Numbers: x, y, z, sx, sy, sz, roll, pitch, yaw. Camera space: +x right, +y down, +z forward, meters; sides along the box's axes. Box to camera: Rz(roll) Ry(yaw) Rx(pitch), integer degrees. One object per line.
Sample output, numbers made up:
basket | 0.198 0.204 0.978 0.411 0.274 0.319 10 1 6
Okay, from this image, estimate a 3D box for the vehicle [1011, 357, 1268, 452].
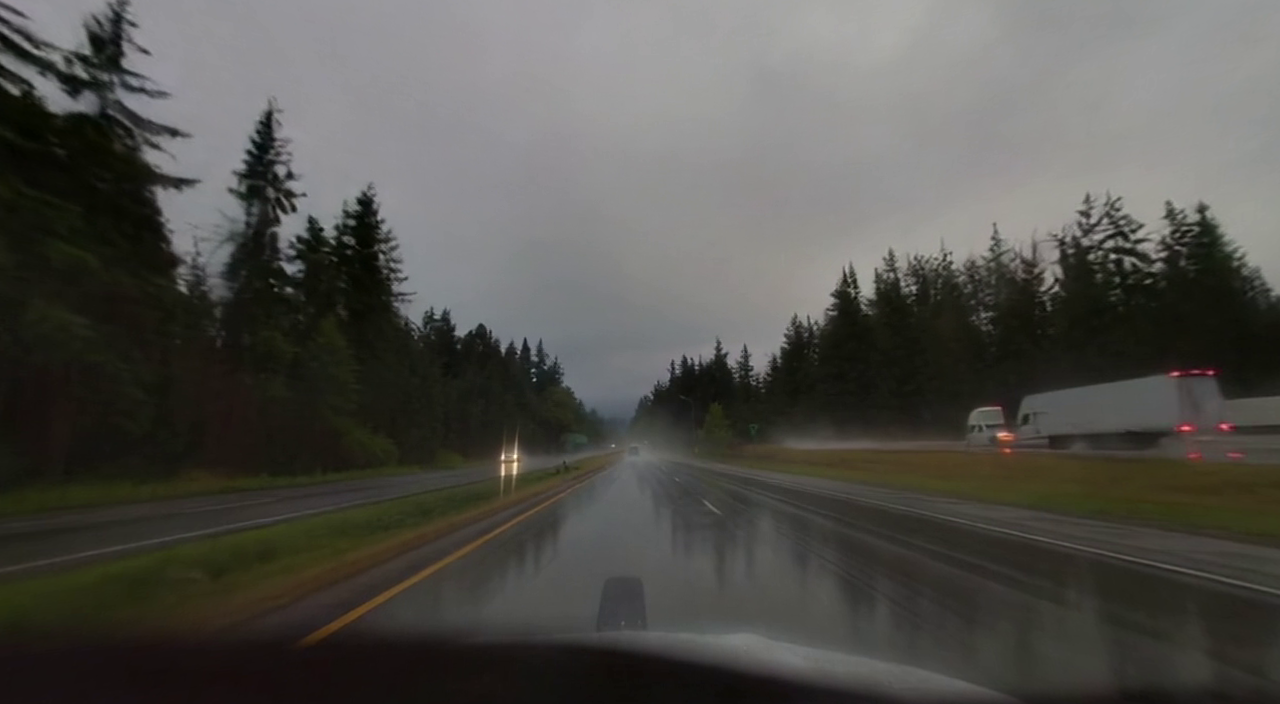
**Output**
vehicle | 25.783 3.347 34.383 2.909 4.099 14.187 0 -9 2
